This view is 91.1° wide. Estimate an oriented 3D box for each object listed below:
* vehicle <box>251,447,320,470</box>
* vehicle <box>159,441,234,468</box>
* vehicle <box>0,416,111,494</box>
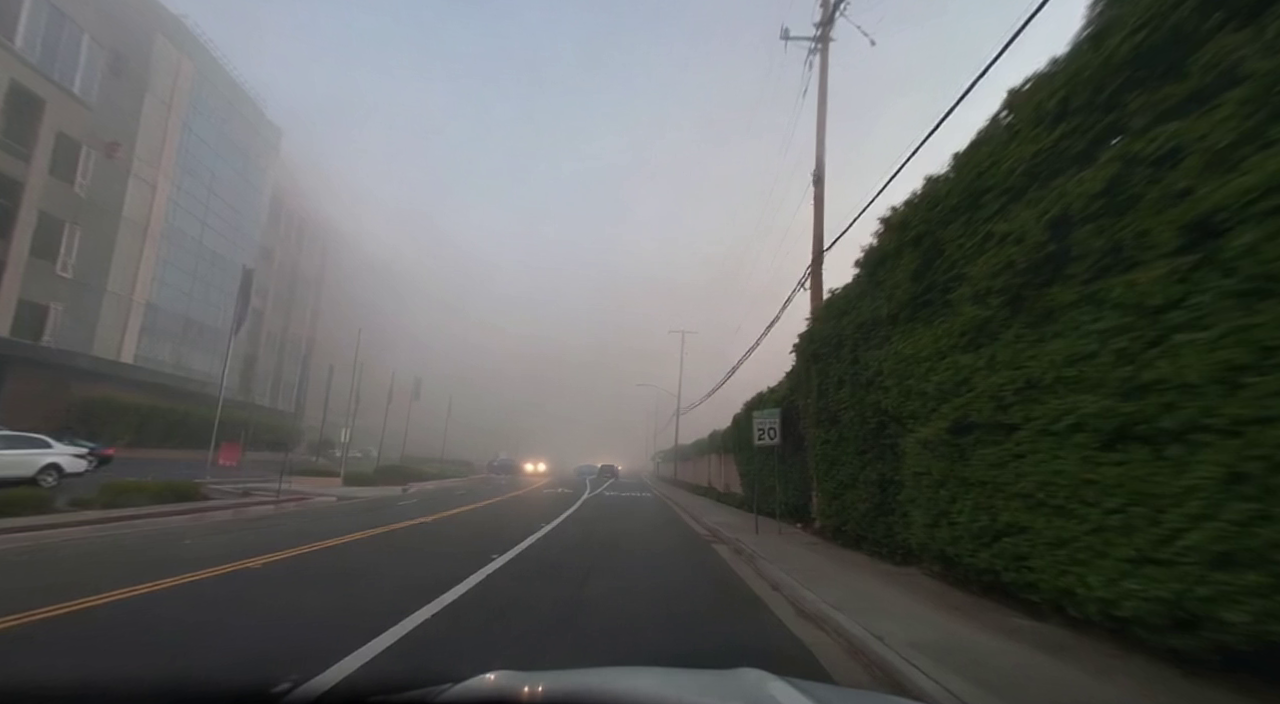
[{"bbox_3d":[-27.170,8.163,48.180,4.630,1.710,2.035,-4,-11,22],"label":"vehicle"},{"bbox_3d":[-29.333,6.799,41.529,3.973,1.647,1.896,-3,-11,19],"label":"vehicle"},{"bbox_3d":[-14.678,2.298,14.027,1.913,1.640,4.260,0,-10,1],"label":"vehicle"}]
